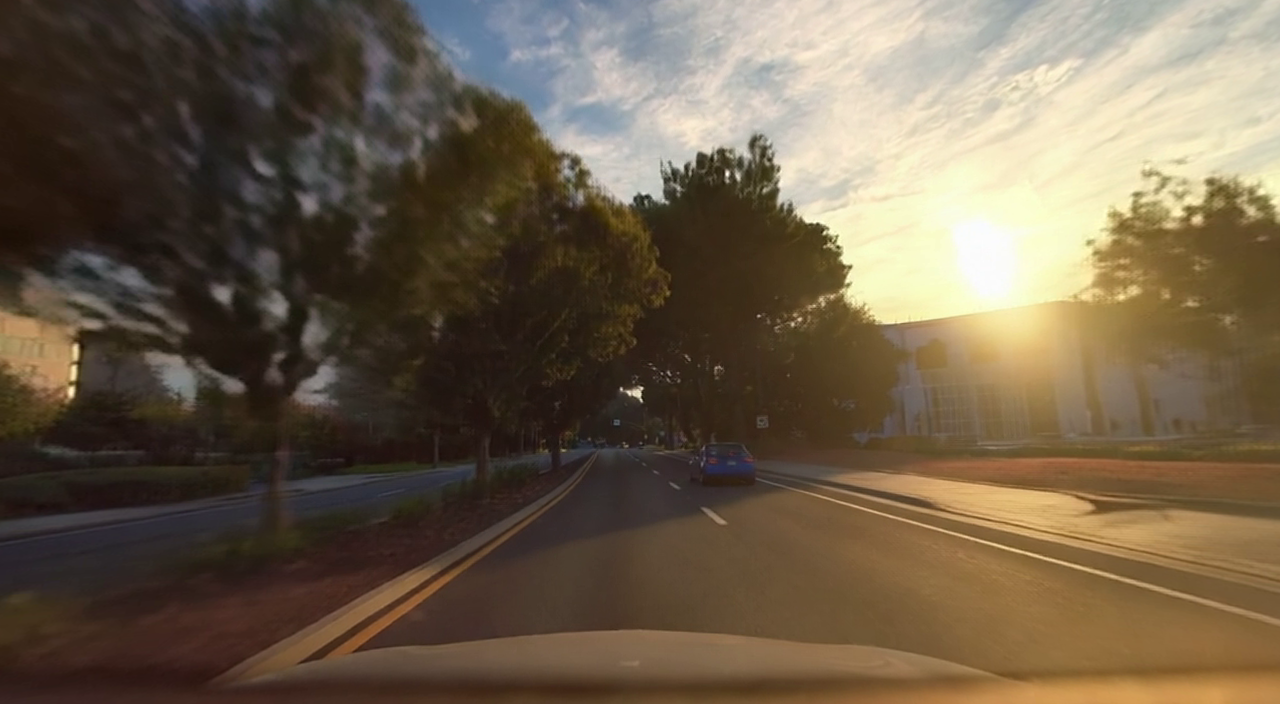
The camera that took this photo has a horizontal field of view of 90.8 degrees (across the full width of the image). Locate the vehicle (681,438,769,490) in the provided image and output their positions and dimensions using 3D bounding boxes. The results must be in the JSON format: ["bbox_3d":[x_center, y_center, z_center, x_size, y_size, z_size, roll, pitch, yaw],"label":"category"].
[{"bbox_3d":[2.655,3.652,20.948,2.114,1.493,4.430,0,-9,-2],"label":"vehicle"}]
